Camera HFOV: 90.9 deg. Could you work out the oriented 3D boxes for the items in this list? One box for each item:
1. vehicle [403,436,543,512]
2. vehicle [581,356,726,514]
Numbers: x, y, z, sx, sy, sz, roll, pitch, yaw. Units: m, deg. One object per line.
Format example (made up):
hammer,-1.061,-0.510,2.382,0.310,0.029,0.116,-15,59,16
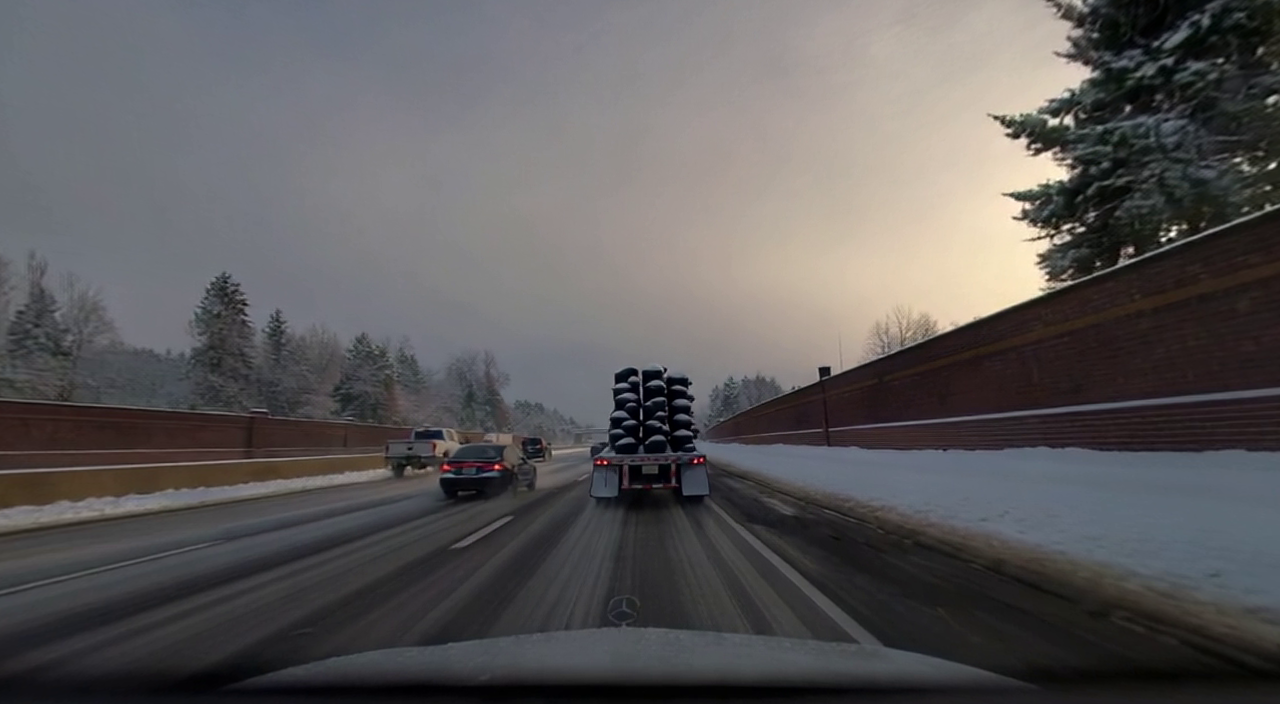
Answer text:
vehicle,-3.664,2.758,14.834,1.974,1.475,4.538,0,-8,1
vehicle,0.305,2.223,16.607,2.798,3.071,8.412,0,-8,1
